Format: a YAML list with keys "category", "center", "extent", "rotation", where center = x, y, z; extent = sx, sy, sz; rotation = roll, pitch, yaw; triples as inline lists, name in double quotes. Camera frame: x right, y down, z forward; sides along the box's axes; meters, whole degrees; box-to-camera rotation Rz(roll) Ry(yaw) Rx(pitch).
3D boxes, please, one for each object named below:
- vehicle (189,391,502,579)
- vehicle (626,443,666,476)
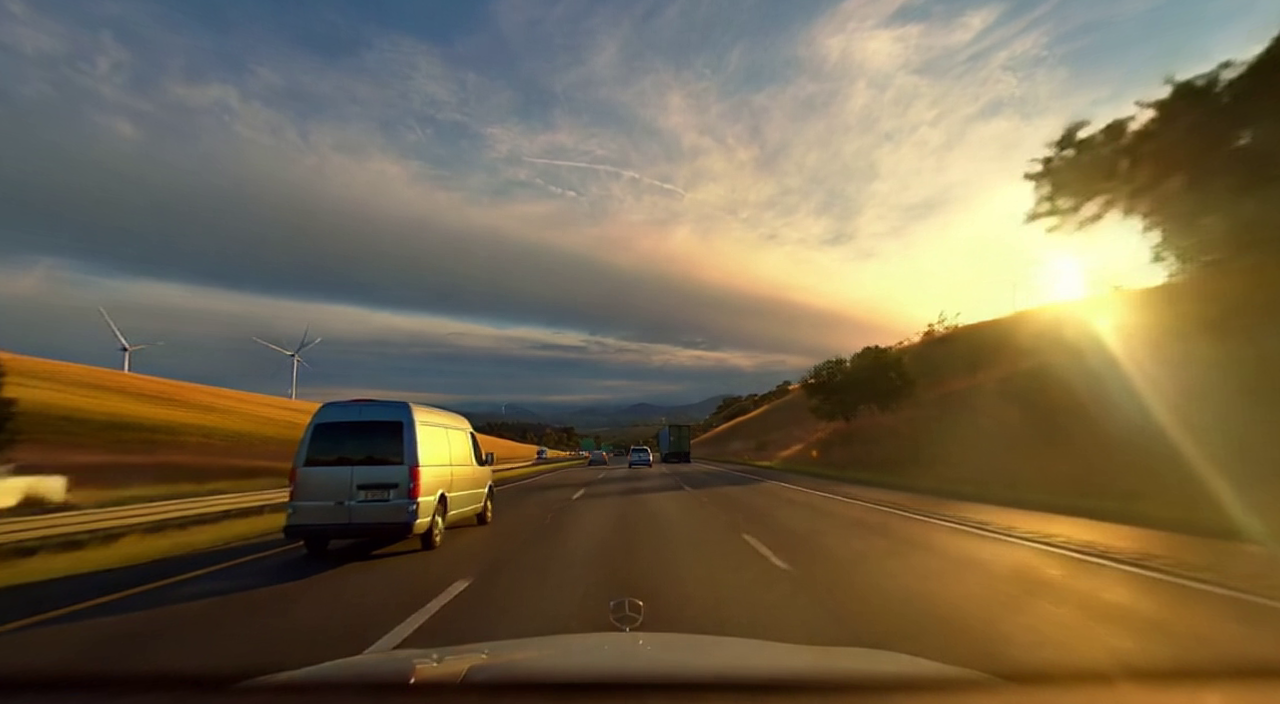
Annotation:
- category: "vehicle"
  center: [-3.656, 1.776, 9.125]
  extent: [2.238, 1.984, 4.650]
  rotation: [0, -9, 0]
- category: "vehicle"
  center: [0.319, 5.918, 34.814]
  extent: [2.083, 1.689, 4.083]
  rotation: [0, -9, 0]
